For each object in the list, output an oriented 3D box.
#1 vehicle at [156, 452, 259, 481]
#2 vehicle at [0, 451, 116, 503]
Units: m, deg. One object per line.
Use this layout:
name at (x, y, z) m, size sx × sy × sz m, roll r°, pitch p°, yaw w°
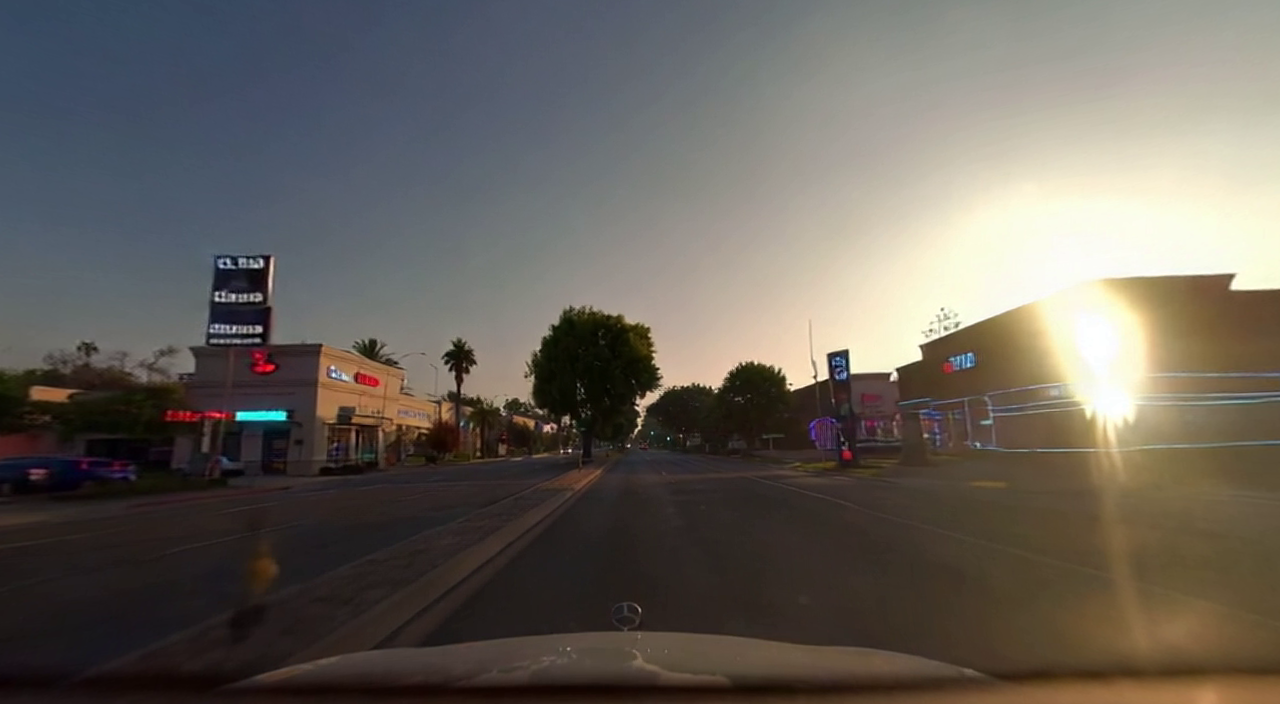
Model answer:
vehicle at (-27.732, 7.341, 40.698) m, size 4.922 × 1.751 × 2.195 m, roll 3°, pitch -9°, yaw -16°
vehicle at (-22.191, 4.475, 22.834) m, size 4.534 × 1.710 × 2.073 m, roll 0°, pitch -8°, yaw -2°
